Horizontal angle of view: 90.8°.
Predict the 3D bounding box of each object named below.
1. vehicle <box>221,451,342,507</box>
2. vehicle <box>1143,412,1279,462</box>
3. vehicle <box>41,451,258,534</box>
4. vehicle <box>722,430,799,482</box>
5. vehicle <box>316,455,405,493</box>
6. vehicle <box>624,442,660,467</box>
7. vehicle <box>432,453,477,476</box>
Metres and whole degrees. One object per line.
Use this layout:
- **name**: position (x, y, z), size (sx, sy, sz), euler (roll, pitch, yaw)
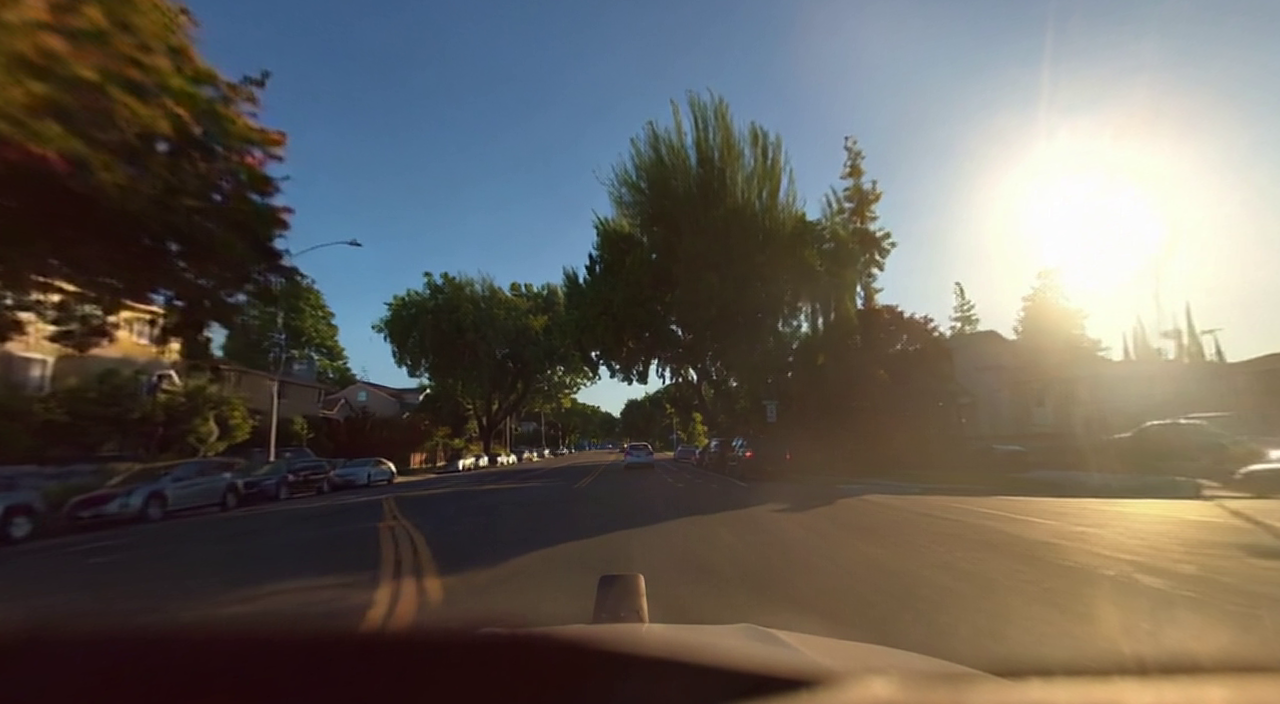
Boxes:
- **vehicle**: position (-12.776, 4.501, 22.904), size (1.917, 1.739, 4.461), euler (0, -9, -3)
- **vehicle**: position (23.531, 3.499, 25.788), size (1.990, 1.816, 4.755), euler (0, -9, 0)
- **vehicle**: position (-12.640, 3.568, 16.862), size (1.904, 1.805, 5.100), euler (0, -9, -4)
- **vehicle**: position (5.081, 4.445, 27.435), size (2.195, 2.000, 4.789), euler (0, -8, -3)
- **vehicle**: position (-12.646, 5.518, 28.937), size (1.835, 1.488, 4.696), euler (0, -9, 1)
- **vehicle**: position (0.070, 6.277, 38.804), size (2.022, 1.471, 3.973), euler (0, -9, -2)
- **vehicle**: position (-12.817, 7.764, 43.851), size (1.819, 1.443, 4.273), euler (0, -9, 0)
